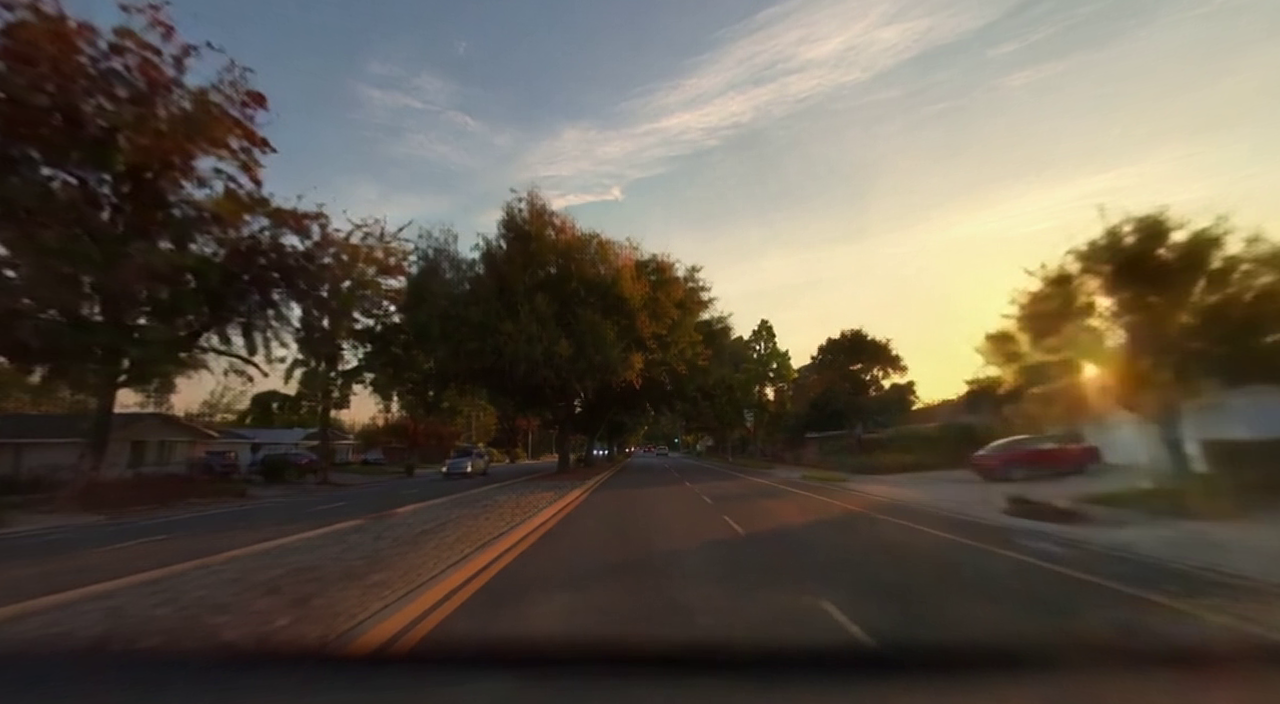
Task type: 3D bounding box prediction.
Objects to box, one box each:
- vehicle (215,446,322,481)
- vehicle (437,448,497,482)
[{"bbox_3d":[-24.185,7.231,41.165,5.636,1.965,2.262,-2,-7,1],"label":"vehicle"},{"bbox_3d":[-9.462,6.206,34.886,2.009,1.709,4.664,-1,-9,0],"label":"vehicle"}]
